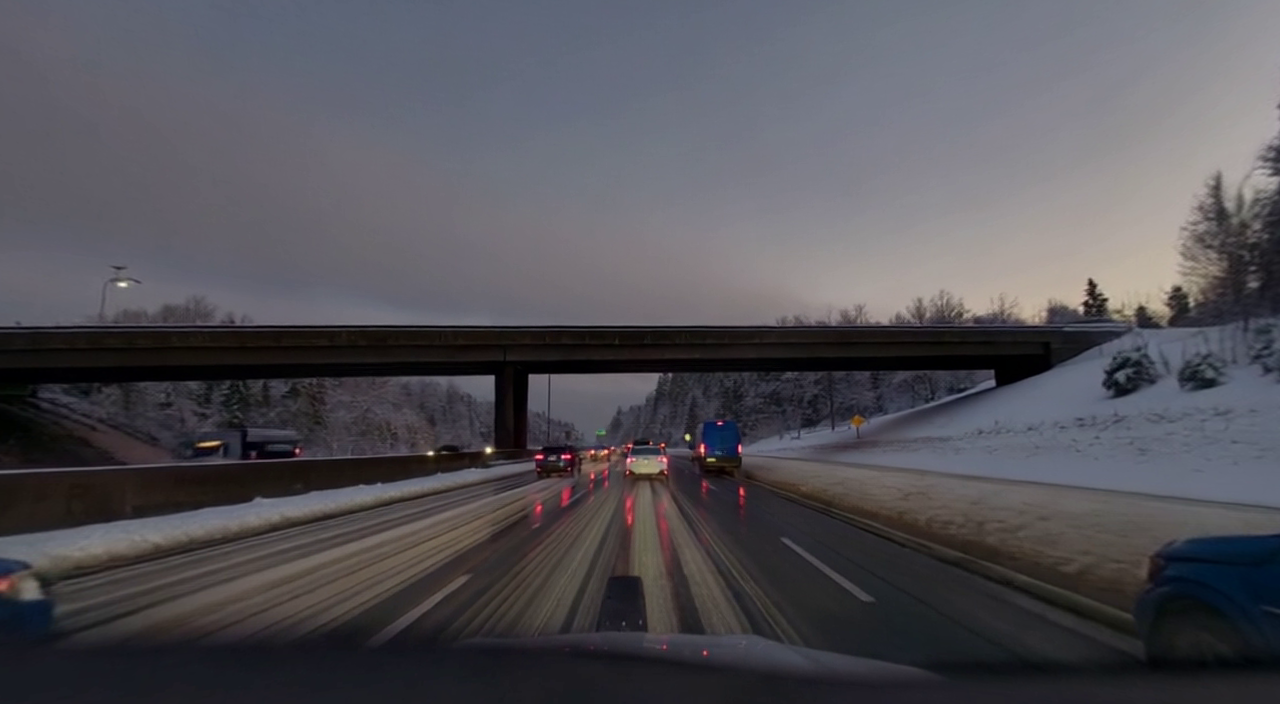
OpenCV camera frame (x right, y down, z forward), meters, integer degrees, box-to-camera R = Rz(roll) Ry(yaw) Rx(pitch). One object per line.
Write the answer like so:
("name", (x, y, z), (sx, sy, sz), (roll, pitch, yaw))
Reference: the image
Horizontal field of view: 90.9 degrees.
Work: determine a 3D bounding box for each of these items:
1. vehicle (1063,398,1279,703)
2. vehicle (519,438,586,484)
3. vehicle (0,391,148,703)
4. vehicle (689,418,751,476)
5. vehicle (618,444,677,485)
("vehicle", (4.005, 0.880, 2.133), (2.085, 1.558, 4.466), (0, -8, 1))
("vehicle", (-3.537, 4.493, 26.307), (2.078, 1.706, 4.298), (-1, -8, 2))
("vehicle", (-3.780, 0.775, 1.409), (2.137, 1.562, 3.926), (0, -8, 1))
("vehicle", (4.172, 5.115, 34.067), (2.436, 2.745, 6.607), (0, -8, 0))
("vehicle", (0.278, 4.478, 25.430), (2.174, 1.467, 4.005), (0, -8, 0))
